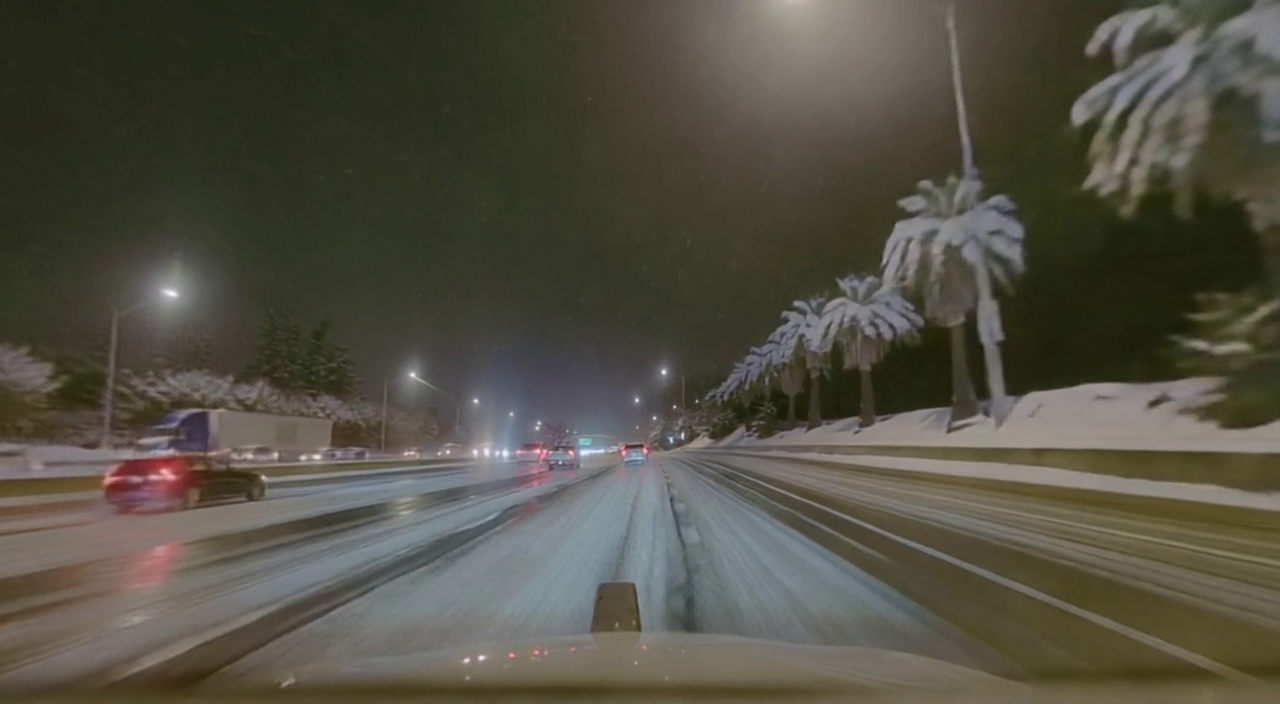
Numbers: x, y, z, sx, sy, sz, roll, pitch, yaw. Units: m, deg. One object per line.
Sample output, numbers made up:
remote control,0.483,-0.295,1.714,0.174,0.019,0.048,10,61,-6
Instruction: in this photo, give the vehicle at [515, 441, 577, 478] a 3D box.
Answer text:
vehicle,-4.464,5.189,30.772,2.204,1.677,4.438,0,-9,2

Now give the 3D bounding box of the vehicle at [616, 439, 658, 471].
vehicle,-0.122,5.750,35.450,2.201,1.672,4.128,0,-9,1

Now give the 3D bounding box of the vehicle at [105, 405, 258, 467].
vehicle,-32.611,6.153,45.770,3.163,4.010,9.911,-1,-9,3

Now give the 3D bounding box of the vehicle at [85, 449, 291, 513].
vehicle,-12.008,3.416,17.311,1.946,1.473,4.763,-1,-9,3
